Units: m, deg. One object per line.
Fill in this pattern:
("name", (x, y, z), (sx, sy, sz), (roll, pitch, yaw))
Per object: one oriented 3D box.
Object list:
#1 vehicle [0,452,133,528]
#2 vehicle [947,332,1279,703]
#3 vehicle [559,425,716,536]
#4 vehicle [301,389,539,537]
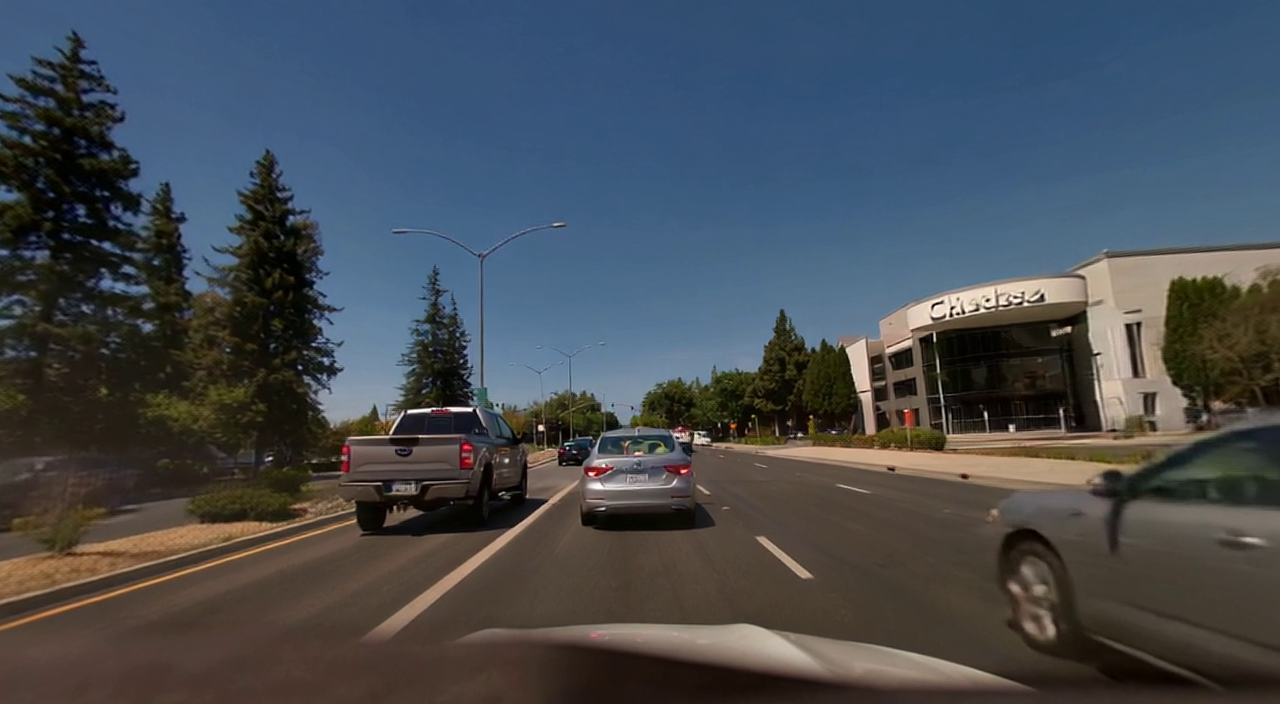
("vehicle", (-14.096, 3.096, 14.516), (1.737, 1.498, 3.854), (0, -8, -2))
("vehicle", (3.339, 0.745, 2.156), (2.092, 1.658, 4.814), (0, -8, -1))
("vehicle", (-0.089, 2.041, 10.624), (2.126, 1.475, 3.967), (0, -8, -2))
("vehicle", (-3.418, 1.899, 11.373), (2.301, 1.985, 5.531), (0, -8, 0))
